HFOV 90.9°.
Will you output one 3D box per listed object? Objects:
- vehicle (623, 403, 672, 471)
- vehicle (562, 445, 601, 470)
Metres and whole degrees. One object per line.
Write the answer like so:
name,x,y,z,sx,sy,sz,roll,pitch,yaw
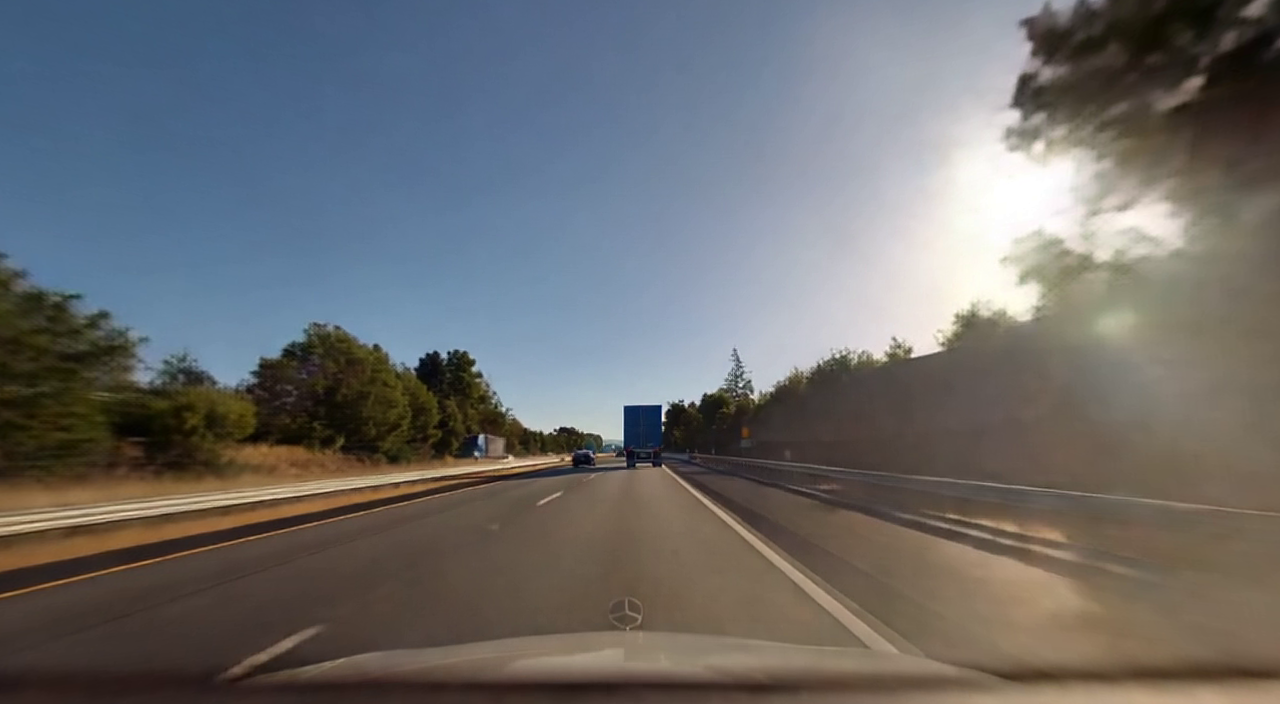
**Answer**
vehicle,0.457,5.761,42.109,2.899,3.966,10.053,0,-9,0
vehicle,-3.767,6.876,41.240,2.063,1.583,4.049,0,-8,1
